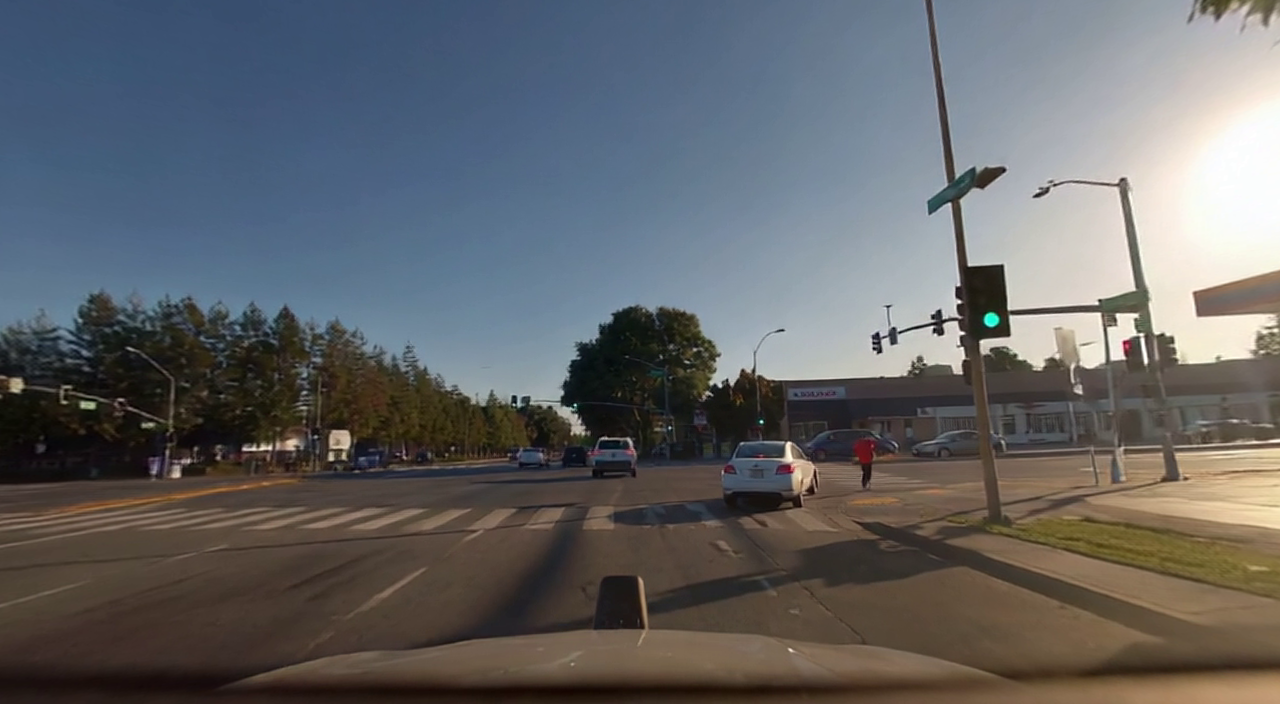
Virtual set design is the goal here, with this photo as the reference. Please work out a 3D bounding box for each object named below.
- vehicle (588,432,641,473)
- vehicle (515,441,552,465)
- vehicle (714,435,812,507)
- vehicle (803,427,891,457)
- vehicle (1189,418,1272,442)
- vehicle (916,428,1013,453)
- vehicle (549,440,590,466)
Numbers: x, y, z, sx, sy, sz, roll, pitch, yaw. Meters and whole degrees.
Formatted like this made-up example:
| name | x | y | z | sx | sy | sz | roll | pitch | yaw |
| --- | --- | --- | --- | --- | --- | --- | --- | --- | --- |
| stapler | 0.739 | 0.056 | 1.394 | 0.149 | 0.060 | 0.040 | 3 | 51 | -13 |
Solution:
| name | x | y | z | sx | sy | sz | roll | pitch | yaw |
| --- | --- | --- | --- | --- | --- | --- | --- | --- | --- |
| vehicle | -1.098 | 4.539 | 28.734 | 2.210 | 1.722 | 4.215 | 0 | -8 | -1 |
| vehicle | -7.833 | 7.455 | 46.787 | 2.018 | 1.692 | 4.226 | 0 | -8 | 0 |
| vehicle | 3.146 | 2.814 | 15.482 | 1.976 | 1.462 | 4.342 | -2 | -9 | 15 |
| vehicle | 12.167 | 5.323 | 37.276 | 4.524 | 1.681 | 1.823 | 0 | -8 | -3 |
| vehicle | 40.701 | 5.421 | 43.592 | 3.923 | 1.619 | 1.817 | 0 | -8 | -2 |
| vehicle | 19.049 | 5.213 | 37.250 | 4.700 | 1.417 | 1.789 | 0 | -8 | -1 |
| vehicle | -4.220 | 6.155 | 38.587 | 2.003 | 1.492 | 4.291 | 0 | -8 | 0 |
